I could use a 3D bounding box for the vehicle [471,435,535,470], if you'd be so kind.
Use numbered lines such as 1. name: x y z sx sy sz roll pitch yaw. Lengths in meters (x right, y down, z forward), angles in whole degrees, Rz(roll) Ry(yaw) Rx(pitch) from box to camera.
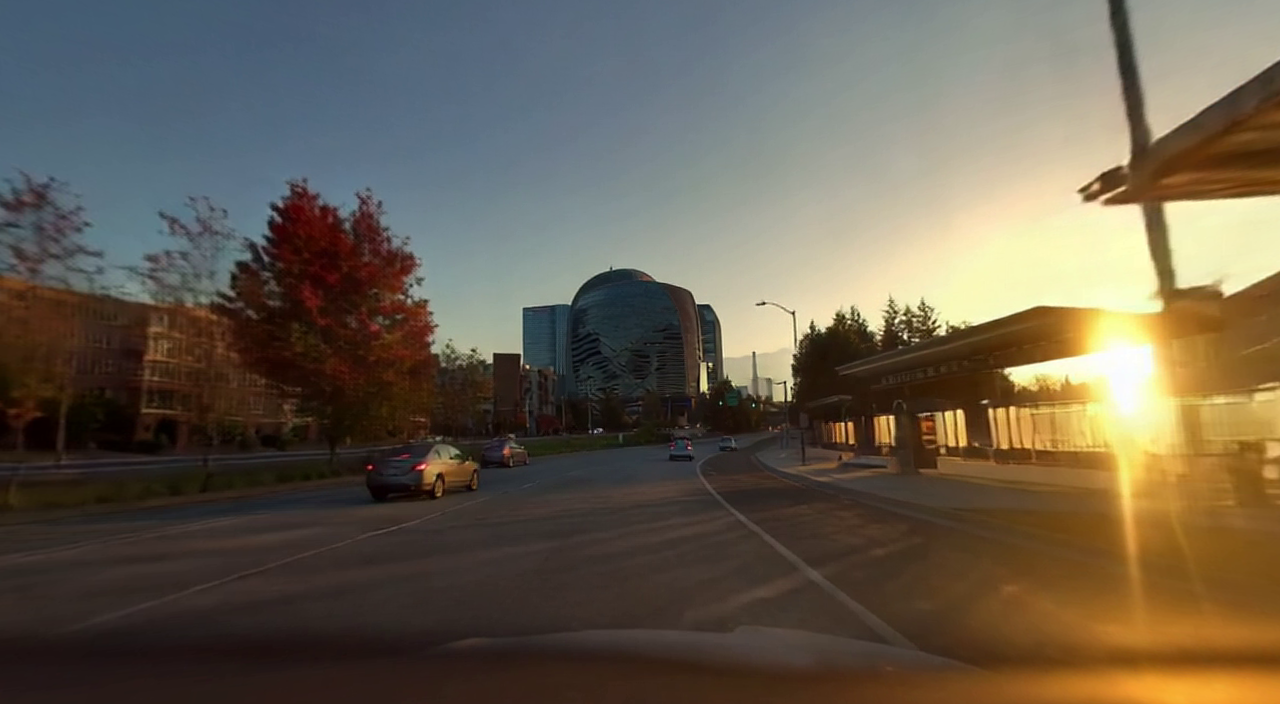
1. vehicle: -7.434 5.508 34.808 2.097 1.782 4.682 -1 -8 6

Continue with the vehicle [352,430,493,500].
1. vehicle: -5.990 3.151 18.085 2.181 1.728 4.515 -1 -8 4

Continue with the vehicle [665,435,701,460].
1. vehicle: 3.359 7.405 48.847 2.345 1.803 4.261 -1 -8 9
